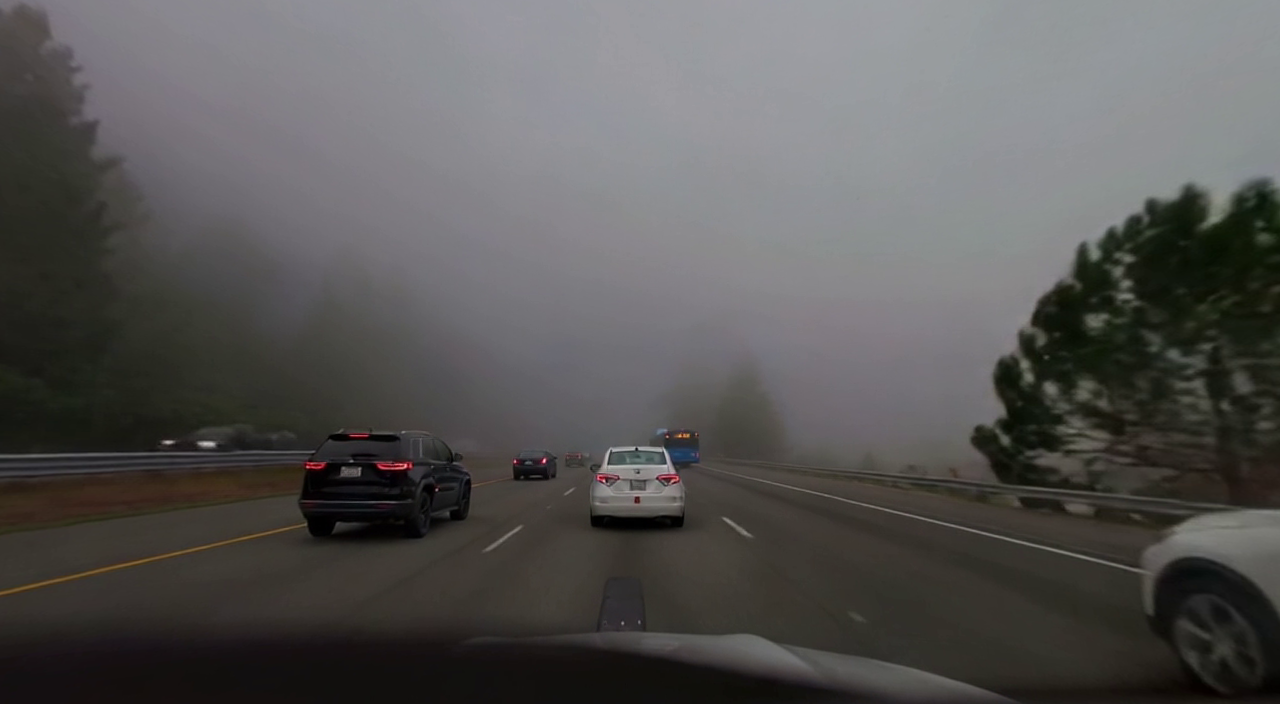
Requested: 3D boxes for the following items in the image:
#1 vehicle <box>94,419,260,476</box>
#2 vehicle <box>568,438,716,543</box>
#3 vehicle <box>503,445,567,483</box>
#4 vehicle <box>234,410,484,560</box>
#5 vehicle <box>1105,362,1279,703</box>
[{"bbox_3d":[-13.267,2.794,18.436,1.780,1.470,4.118,0,-9,-2],"label":"vehicle"},{"bbox_3d":[-0.035,2.316,11.177,2.120,1.478,4.179,0,-9,-2],"label":"vehicle"},{"bbox_3d":[-4.427,4.786,27.143,2.122,1.491,3.800,0,-9,-1],"label":"vehicle"},{"bbox_3d":[-3.756,1.856,9.398,1.830,1.703,4.142,0,-9,-1],"label":"vehicle"},{"bbox_3d":[3.741,0.705,1.474,1.996,1.688,4.207,0,-9,-1],"label":"vehicle"}]
